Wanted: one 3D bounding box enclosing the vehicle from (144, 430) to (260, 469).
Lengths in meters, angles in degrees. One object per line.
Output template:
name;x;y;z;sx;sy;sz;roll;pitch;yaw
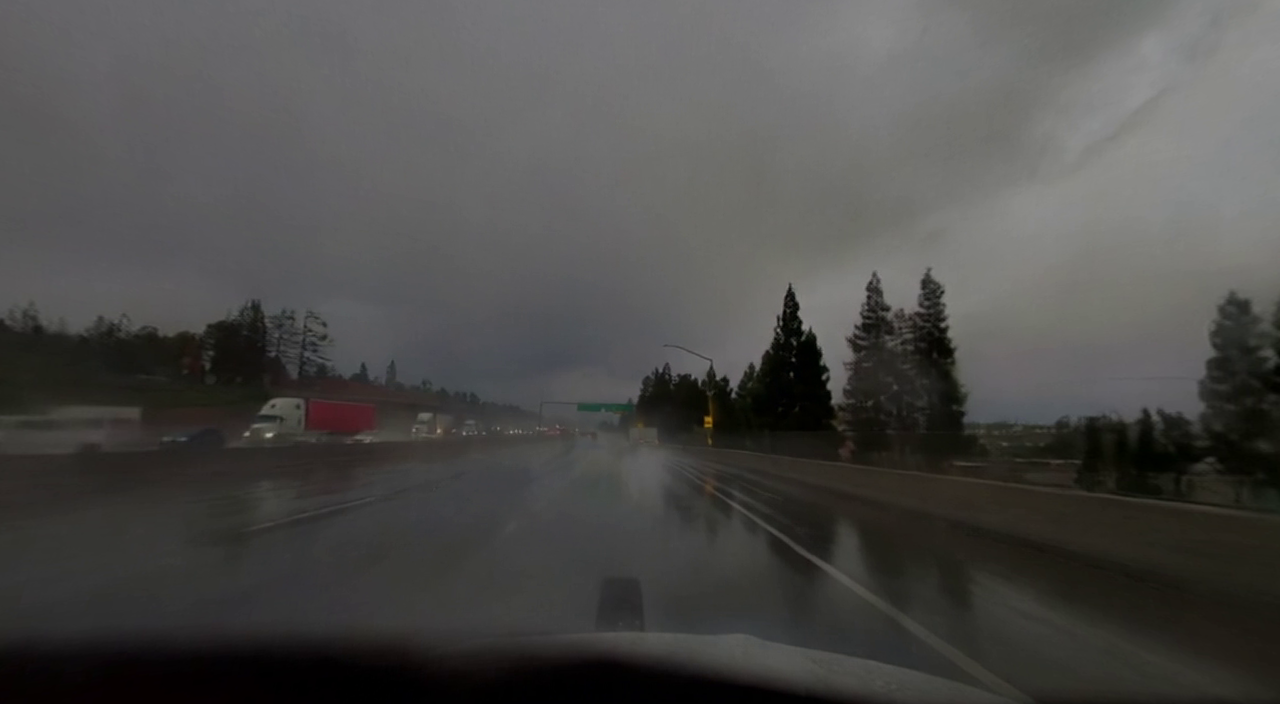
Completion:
vehicle;-18.164;4.047;26.429;1.851;1.449;4.293;0;-8;-1

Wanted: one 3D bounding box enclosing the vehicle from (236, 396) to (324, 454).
vehicle;-26.168;5.397;46.207;2.991;3.997;5.882;0;-8;-2

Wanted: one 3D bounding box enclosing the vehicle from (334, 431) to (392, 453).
vehicle;-18.771;6.127;42.938;1.982;1.414;4.336;0;-8;-1

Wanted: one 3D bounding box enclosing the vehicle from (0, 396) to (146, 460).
vehicle;-30.372;4.065;33.123;2.661;2.953;7.724;0;-8;-1
